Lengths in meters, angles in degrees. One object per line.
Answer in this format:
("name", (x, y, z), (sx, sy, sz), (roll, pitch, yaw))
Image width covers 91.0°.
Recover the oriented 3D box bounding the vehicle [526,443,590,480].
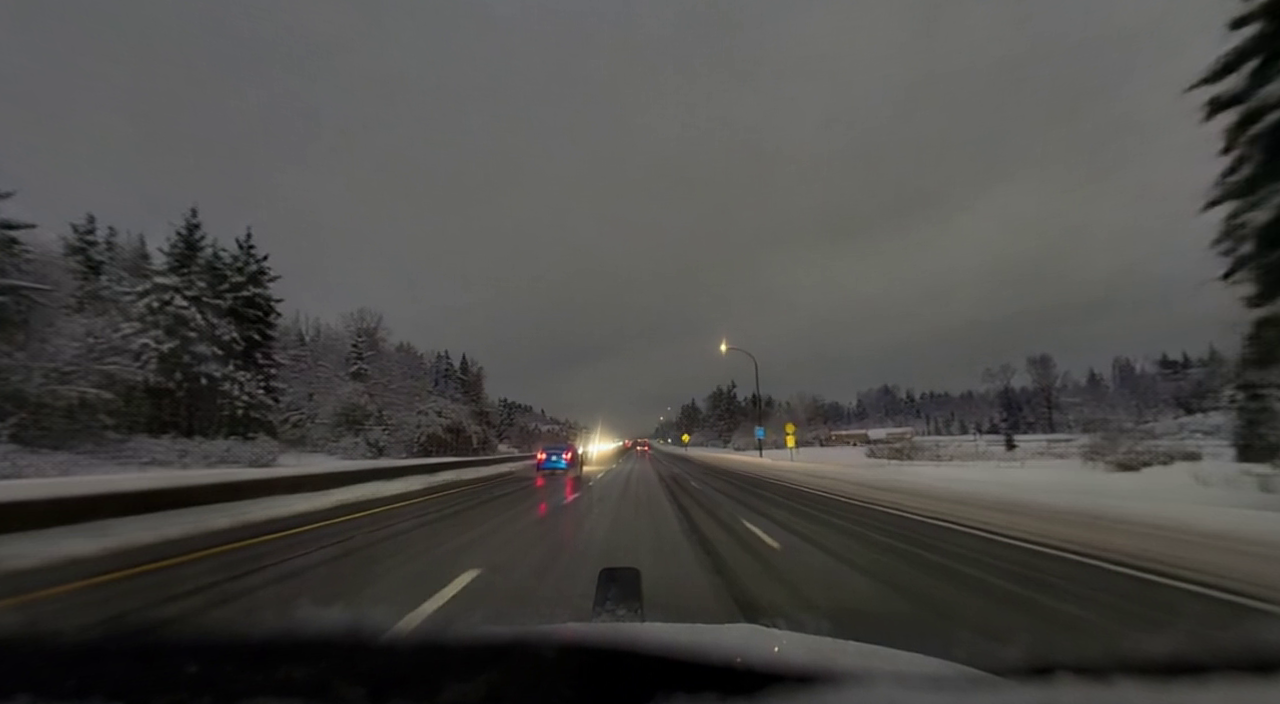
("vehicle", (-3.549, 4.841, 28.109), (2.162, 1.493, 4.583), (0, -9, 1))
